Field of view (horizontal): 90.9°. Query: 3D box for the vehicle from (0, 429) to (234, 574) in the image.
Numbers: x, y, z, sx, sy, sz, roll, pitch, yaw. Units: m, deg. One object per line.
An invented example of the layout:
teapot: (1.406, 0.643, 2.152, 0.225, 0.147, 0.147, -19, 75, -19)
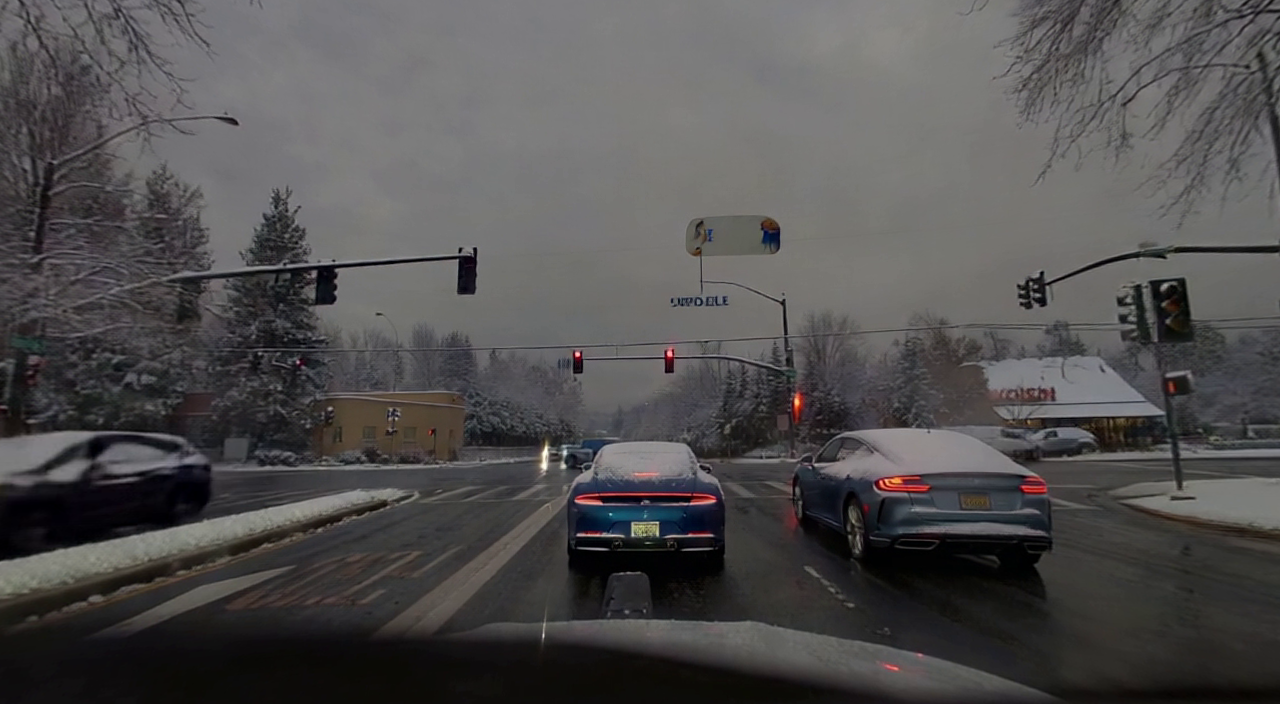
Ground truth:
vehicle: (-8.382, 1.958, 8.818, 2.091, 1.651, 4.870, 0, -8, 1)

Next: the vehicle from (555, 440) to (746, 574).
vehicle: (0.120, 1.872, 8.390, 1.945, 1.343, 3.827, 0, -8, 1)

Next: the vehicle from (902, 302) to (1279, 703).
vehicle: (3.102, 0.808, 2.530, 2.143, 1.759, 4.531, 0, -8, 0)
